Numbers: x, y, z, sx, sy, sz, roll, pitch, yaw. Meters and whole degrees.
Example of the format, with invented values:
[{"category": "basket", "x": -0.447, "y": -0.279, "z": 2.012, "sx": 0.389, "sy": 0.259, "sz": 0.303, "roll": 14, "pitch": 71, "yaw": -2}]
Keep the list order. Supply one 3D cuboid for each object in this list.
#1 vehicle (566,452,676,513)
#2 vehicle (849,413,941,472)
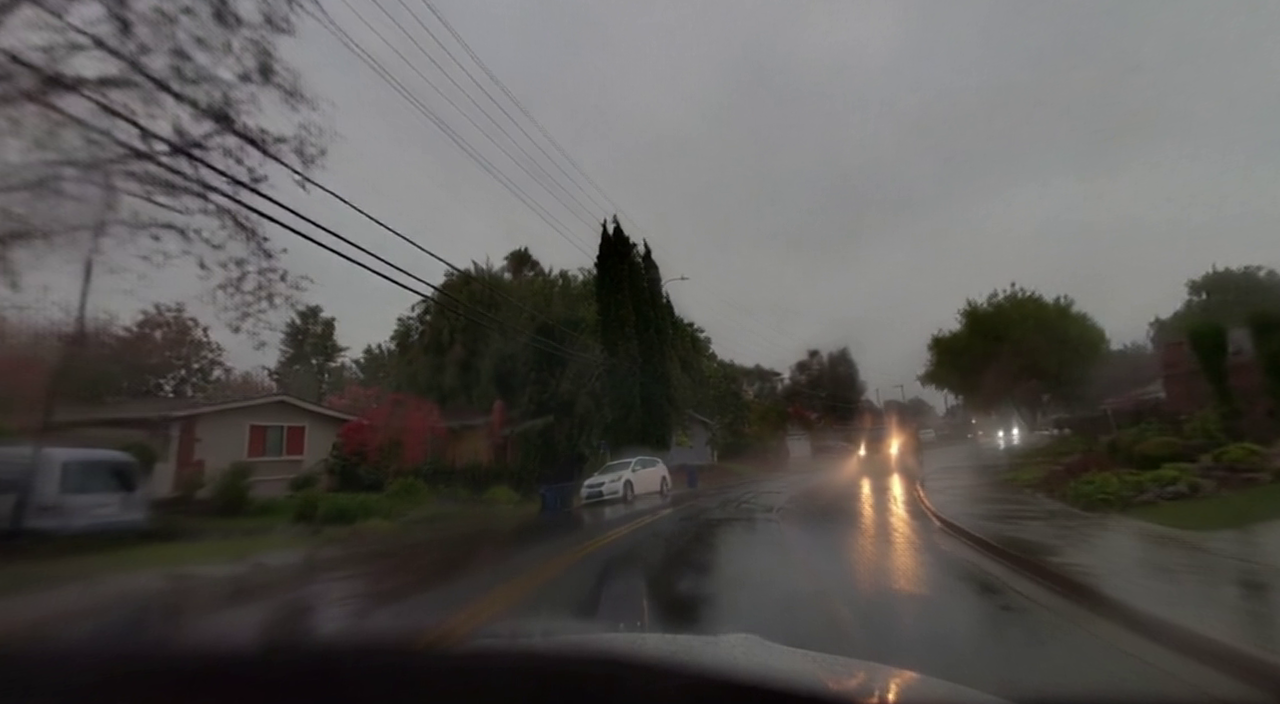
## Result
[{"category": "vehicle", "x": -0.583, "y": 4.770, "z": 23.667, "sx": 2.039, "sy": 1.949, "sz": 4.511, "roll": -5, "pitch": -10, "yaw": 29}, {"category": "vehicle", "x": 9.638, "y": 3.393, "z": 23.607, "sx": 2.086, "sy": 1.974, "sz": 4.890, "roll": -6, "pitch": -10, "yaw": 34}]
